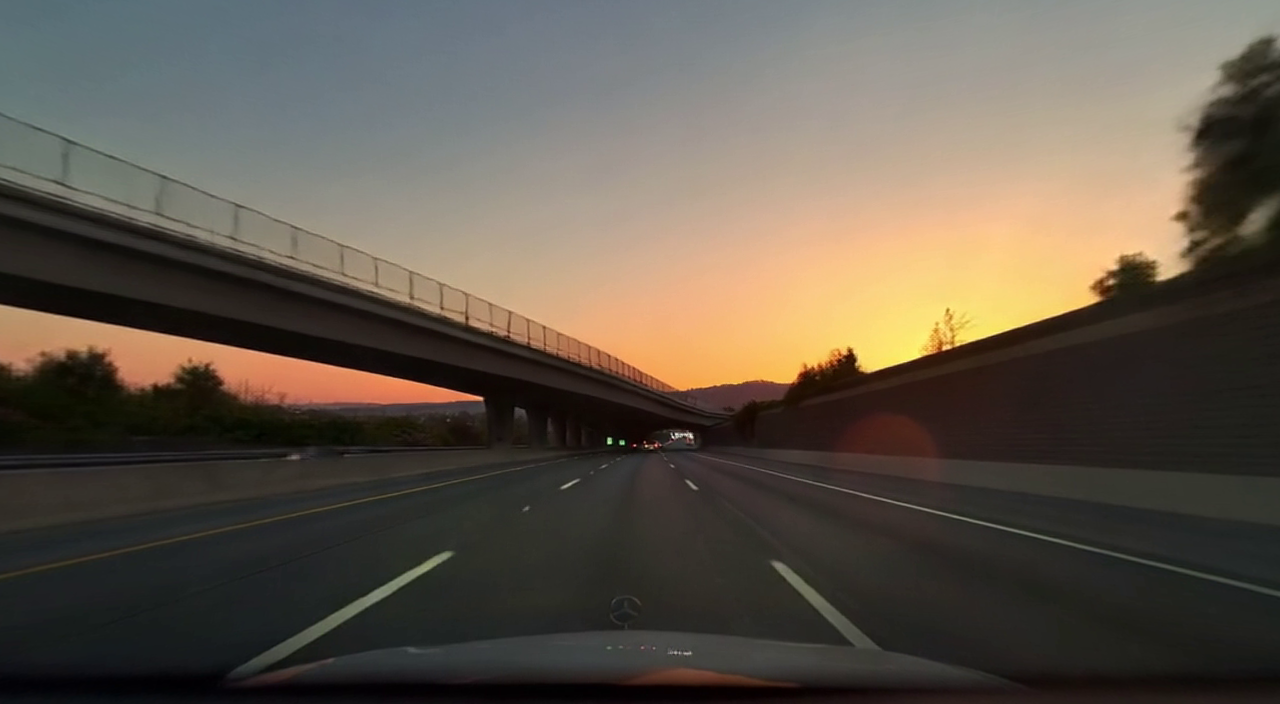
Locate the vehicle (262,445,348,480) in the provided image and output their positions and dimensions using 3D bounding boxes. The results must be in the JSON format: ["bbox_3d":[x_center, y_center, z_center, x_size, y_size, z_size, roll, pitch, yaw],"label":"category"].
[{"bbox_3d":[-16.729,5.511,31.678,1.893,1.617,4.251,0,-8,1],"label":"vehicle"}]
